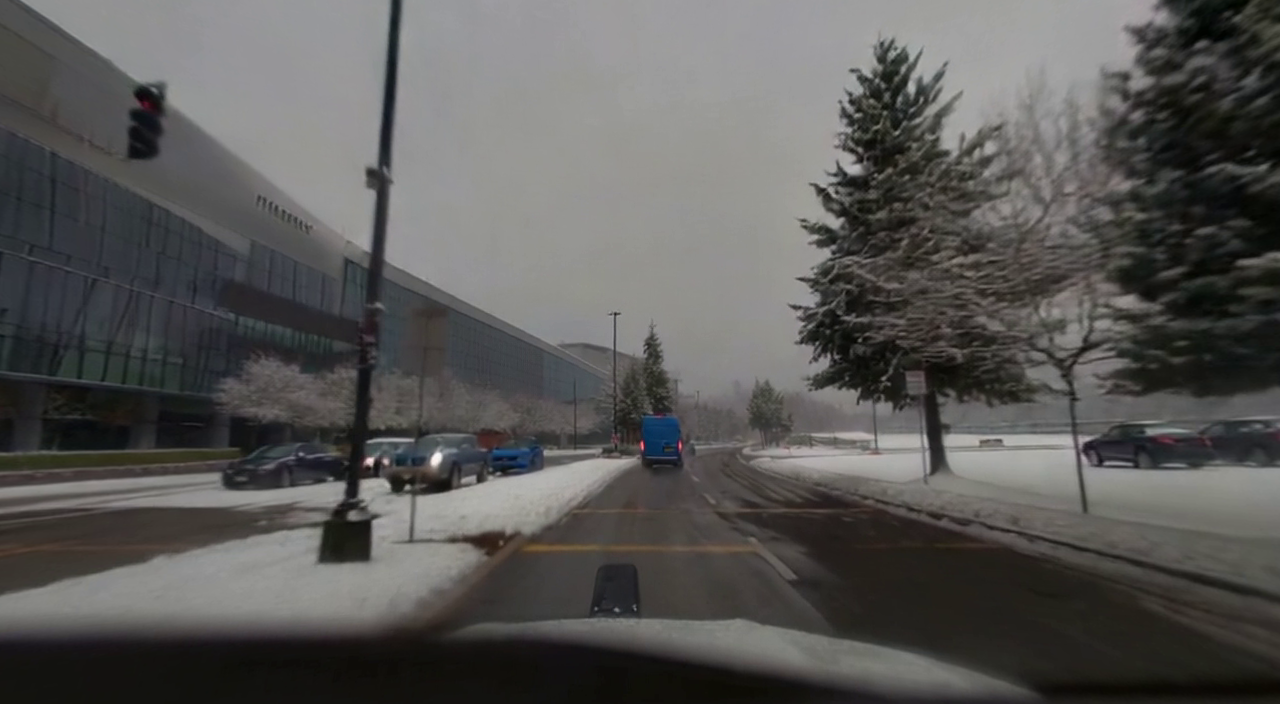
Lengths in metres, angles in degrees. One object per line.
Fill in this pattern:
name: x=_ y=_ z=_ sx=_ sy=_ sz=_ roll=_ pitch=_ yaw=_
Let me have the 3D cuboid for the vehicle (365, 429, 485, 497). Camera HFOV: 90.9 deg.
vehicle: x=-5.589 y=2.948 z=16.895 sx=1.893 sy=1.587 sz=3.595 roll=-1 pitch=-9 yaw=1

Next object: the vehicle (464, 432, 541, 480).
vehicle: x=-5.232 y=4.053 z=24.580 sx=1.935 sy=1.633 sz=4.247 roll=-2 pitch=-9 yaw=2

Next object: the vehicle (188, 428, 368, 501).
vehicle: x=-9.096 y=2.882 z=16.398 sx=1.891 sy=1.575 sz=4.559 roll=-2 pitch=-9 yaw=1

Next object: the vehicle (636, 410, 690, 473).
vehicle: x=1.230 y=4.429 z=31.319 sx=2.435 sy=2.816 sz=5.232 roll=0 pitch=-8 yaw=4

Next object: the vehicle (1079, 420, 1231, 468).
vehicle: x=16.869 y=3.059 z=20.925 sx=1.759 sy=1.433 sz=3.862 roll=-1 pitch=-9 yaw=1
